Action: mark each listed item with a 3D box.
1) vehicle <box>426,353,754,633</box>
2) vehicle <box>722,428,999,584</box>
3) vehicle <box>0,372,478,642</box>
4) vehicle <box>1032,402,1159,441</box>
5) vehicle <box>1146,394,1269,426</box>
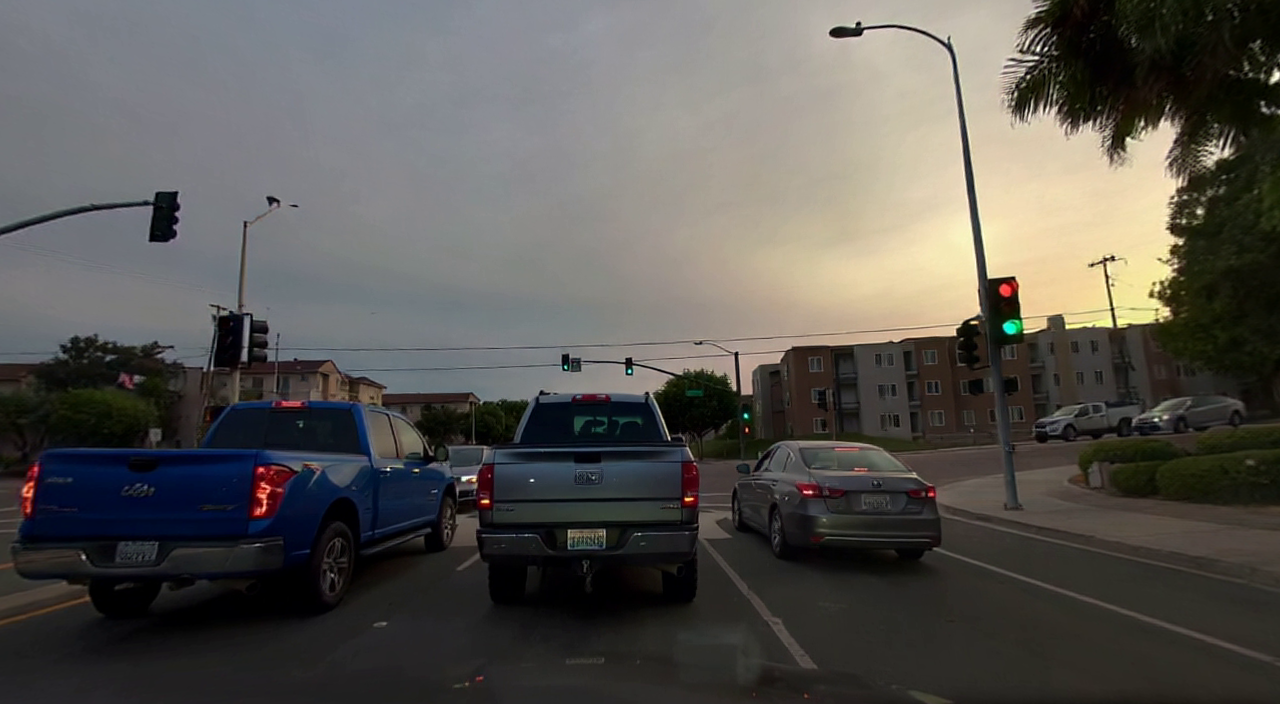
[{"bbox_3d":[-0.389,1.312,6.740,2.282,1.964,4.421,0,-9,-1],"label":"vehicle"},{"bbox_3d":[2.412,1.815,8.311,2.016,1.481,4.336,0,-9,-1],"label":"vehicle"},{"bbox_3d":[-3.463,1.435,6.959,2.146,1.828,5.148,0,-9,-2],"label":"vehicle"},{"bbox_3d":[23.288,3.598,32.483,4.721,1.866,2.188,0,-9,2],"label":"vehicle"},{"bbox_3d":[29.278,3.041,32.691,4.540,1.543,1.803,0,-9,1],"label":"vehicle"}]
